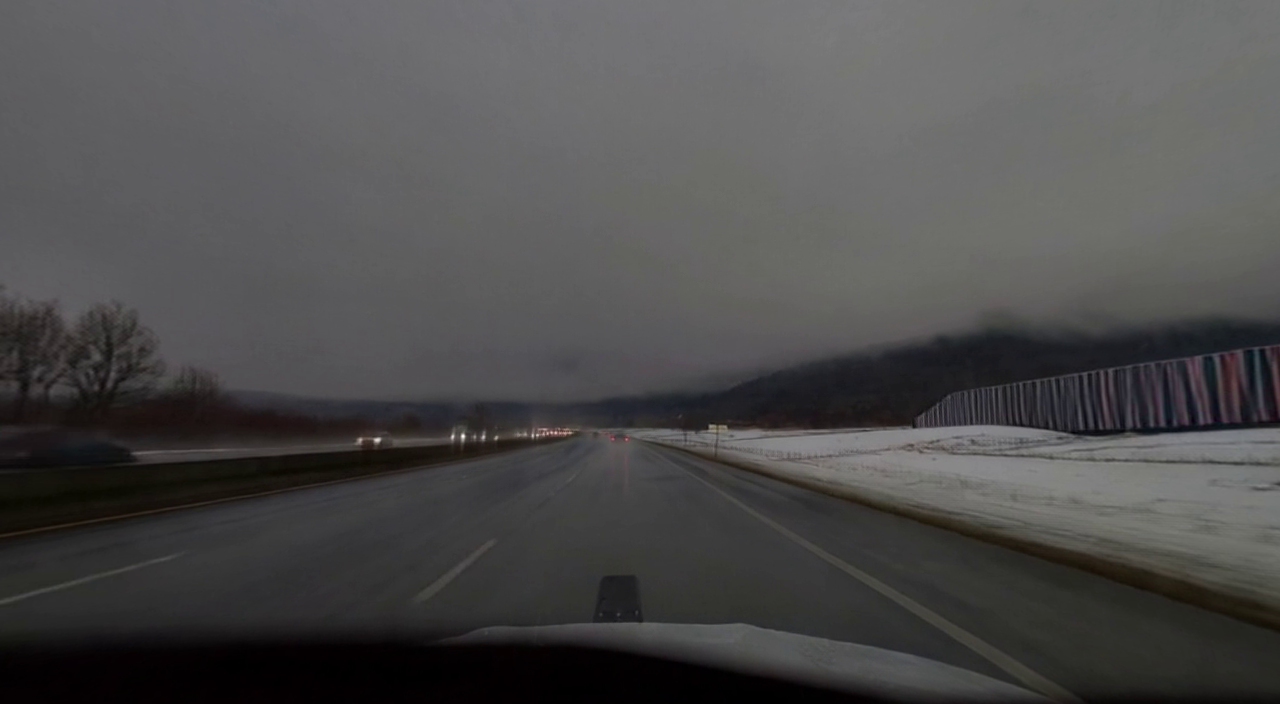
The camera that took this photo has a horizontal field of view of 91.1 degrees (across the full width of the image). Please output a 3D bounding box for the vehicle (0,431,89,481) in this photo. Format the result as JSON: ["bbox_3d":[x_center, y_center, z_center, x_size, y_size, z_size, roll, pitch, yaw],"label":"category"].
[{"bbox_3d":[-19.927,3.223,19.576,1.791,1.467,4.207,0,-8,-1],"label":"vehicle"}]
